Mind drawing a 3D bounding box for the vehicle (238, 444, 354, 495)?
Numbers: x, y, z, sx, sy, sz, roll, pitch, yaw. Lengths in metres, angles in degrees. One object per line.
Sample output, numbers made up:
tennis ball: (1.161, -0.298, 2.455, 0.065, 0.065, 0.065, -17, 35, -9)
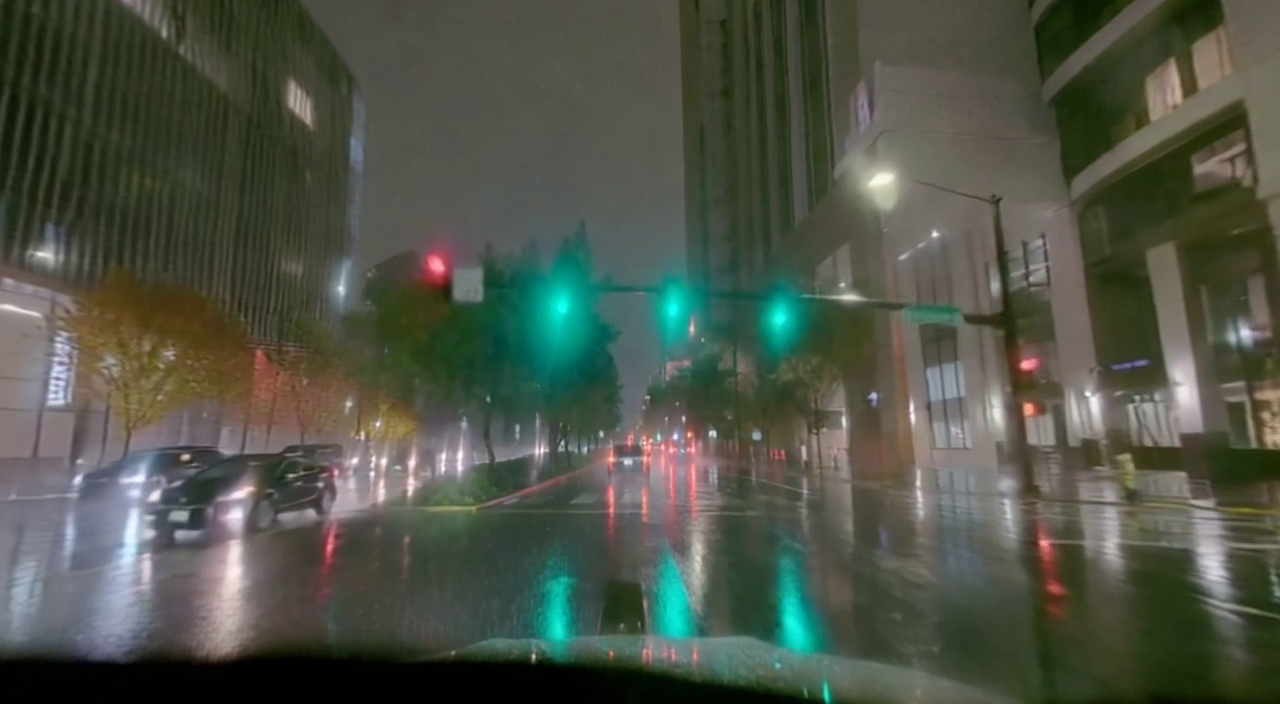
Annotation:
vehicle: (-12.395, 4.218, 23.145, 2.000, 1.507, 4.286, -2, -7, -2)

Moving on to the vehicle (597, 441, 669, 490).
vehicle: (-0.233, 3.714, 21.107, 2.144, 1.398, 3.963, 2, -7, -1)

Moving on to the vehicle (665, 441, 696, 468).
vehicle: (3.059, 7.824, 48.458, 2.078, 1.799, 4.089, 1, -7, 0)

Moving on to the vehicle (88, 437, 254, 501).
vehicle: (-15.718, 3.872, 21.617, 2.119, 1.815, 4.795, -3, -7, -1)

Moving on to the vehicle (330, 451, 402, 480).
vehicle: (-16.463, 6.795, 38.289, 2.017, 1.315, 5.374, -5, -7, -1)
